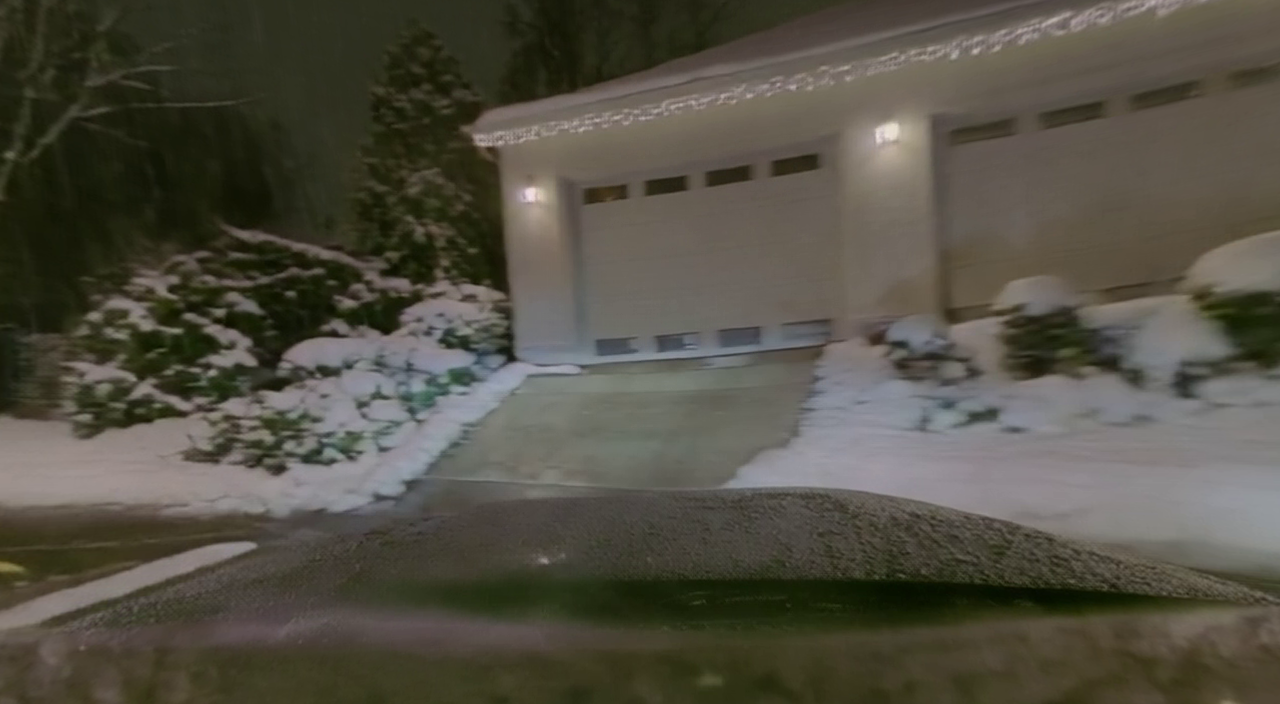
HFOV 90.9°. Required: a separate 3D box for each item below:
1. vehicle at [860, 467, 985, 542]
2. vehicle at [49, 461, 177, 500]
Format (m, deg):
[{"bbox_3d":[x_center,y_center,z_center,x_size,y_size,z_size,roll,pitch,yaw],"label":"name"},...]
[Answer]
[{"bbox_3d":[7.263,3.905,16.729,1.860,1.477,4.629,-2,-8,10],"label":"vehicle"},{"bbox_3d":[-25.652,6.357,30.927,2.019,1.697,4.310,-1,-13,11],"label":"vehicle"}]
